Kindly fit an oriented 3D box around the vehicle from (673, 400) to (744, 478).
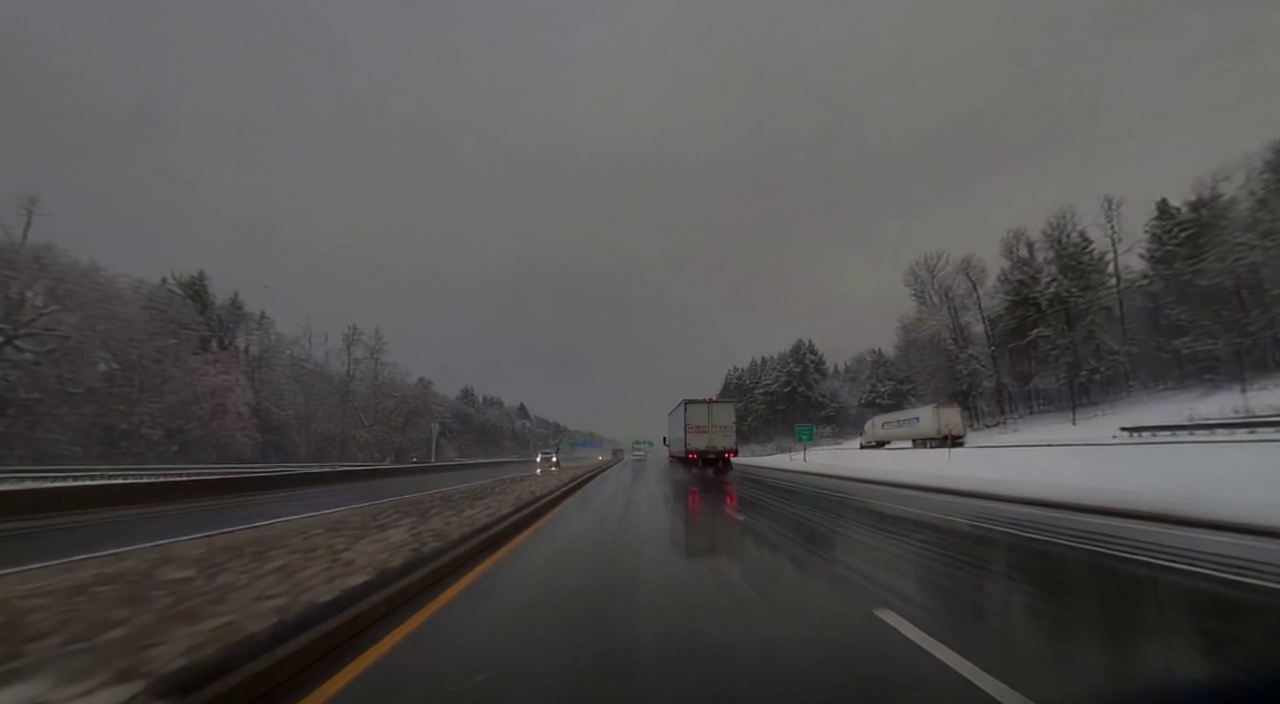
[{"bbox_3d":[3.996,5.598,39.935,3.185,4.154,12.638,0,-9,1],"label":"vehicle"}]
